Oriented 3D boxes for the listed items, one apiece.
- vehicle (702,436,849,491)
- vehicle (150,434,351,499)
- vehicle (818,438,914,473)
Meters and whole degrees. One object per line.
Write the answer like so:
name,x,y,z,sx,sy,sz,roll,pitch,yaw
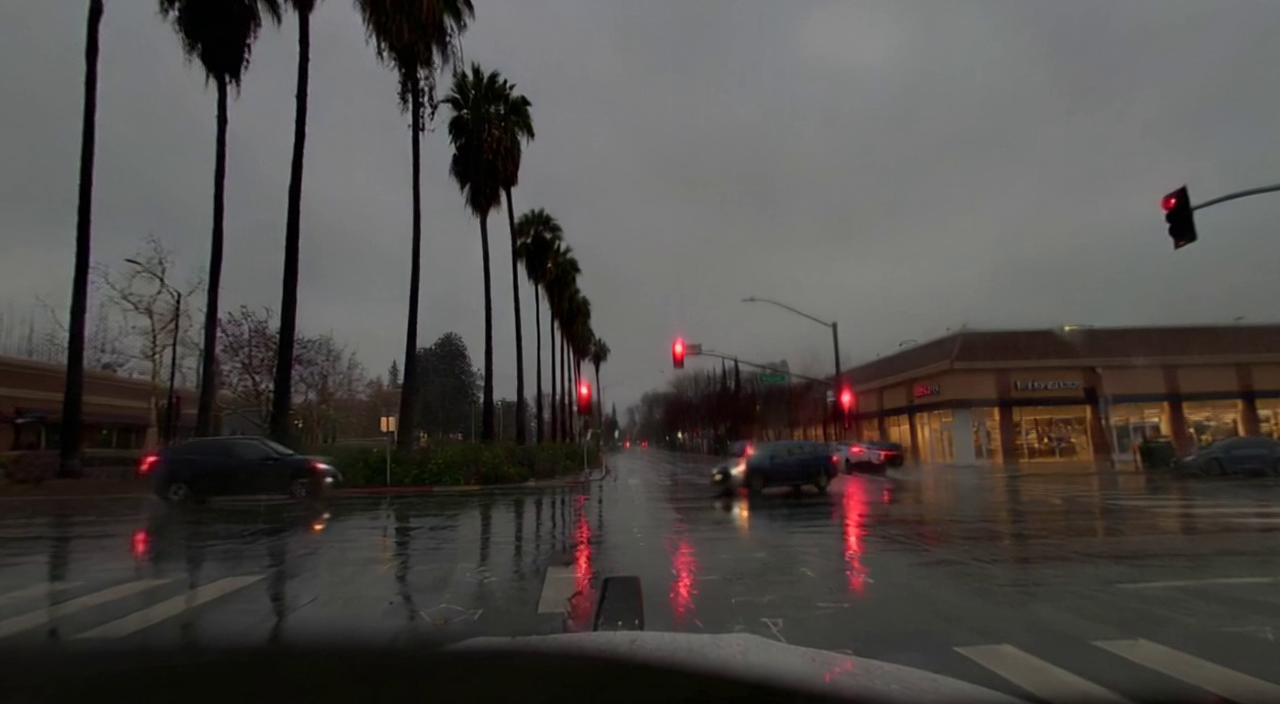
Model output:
vehicle,4.136,3.361,19.268,4.035,1.512,1.828,4,-9,-22
vehicle,-10.936,3.237,18.153,4.603,1.653,1.999,4,-9,-25
vehicle,10.850,4.973,30.364,3.826,1.572,1.890,-8,-11,42
